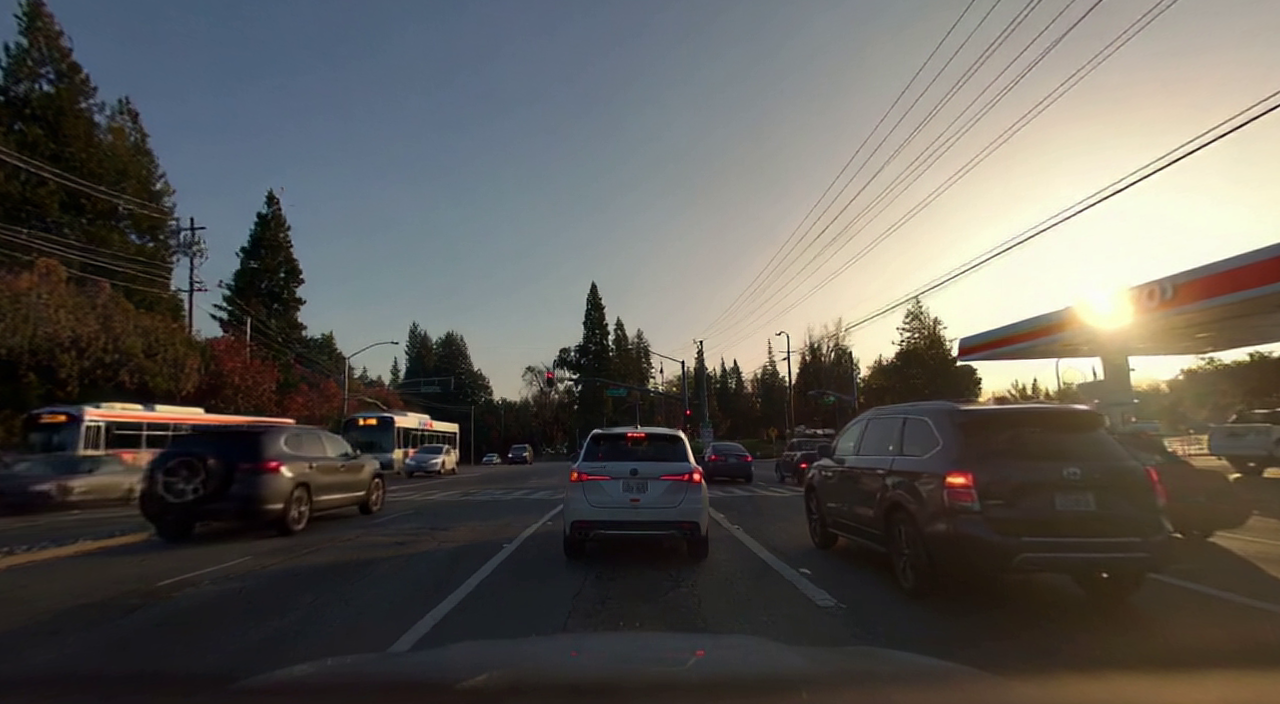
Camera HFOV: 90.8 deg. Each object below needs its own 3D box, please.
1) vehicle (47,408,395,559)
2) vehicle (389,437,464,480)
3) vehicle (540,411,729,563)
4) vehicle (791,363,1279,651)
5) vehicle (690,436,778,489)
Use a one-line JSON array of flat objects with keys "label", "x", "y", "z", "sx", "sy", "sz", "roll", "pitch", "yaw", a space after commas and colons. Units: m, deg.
[{"label": "vehicle", "x": -5.994, "y": 1.946, "z": 10.119, "sx": 2.190, "sy": 1.795, "sz": 4.993, "roll": 0, "pitch": -9, "yaw": -1}, {"label": "vehicle", "x": -10.395, "y": 5.174, "z": 31.082, "sx": 2.163, "sy": 1.812, "sz": 4.686, "roll": -3, "pitch": -8, "yaw": -1}, {"label": "vehicle", "x": -0.107, "y": 1.803, "z": 9.112, "sx": 2.087, "sy": 1.677, "sz": 4.053, "roll": 0, "pitch": -9, "yaw": -1}, {"label": "vehicle", "x": 3.064, "y": 1.284, "z": 6.195, "sx": 2.049, "sy": 1.813, "sz": 4.245, "roll": 0, "pitch": -9, "yaw": -1}, {"label": "vehicle", "x": 2.862, "y": 3.501, "z": 20.353, "sx": 2.040, "sy": 1.481, "sz": 4.407, "roll": 0, "pitch": -9, "yaw": -2}]
